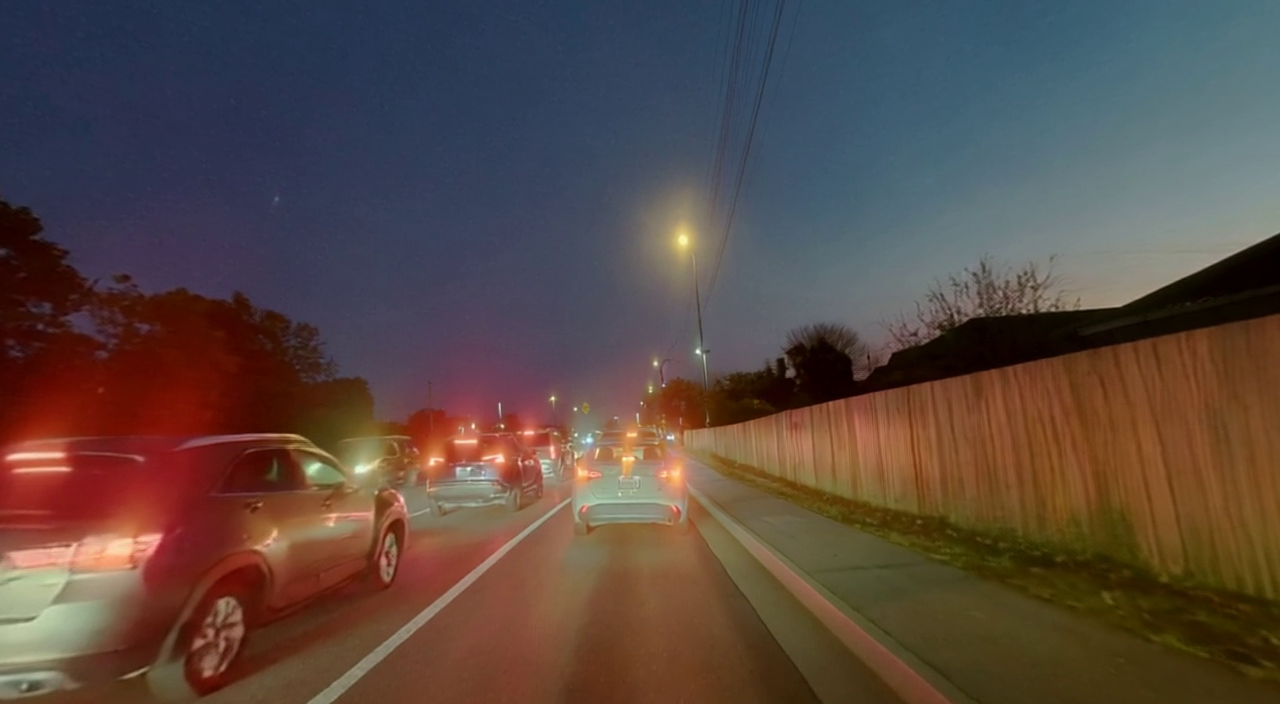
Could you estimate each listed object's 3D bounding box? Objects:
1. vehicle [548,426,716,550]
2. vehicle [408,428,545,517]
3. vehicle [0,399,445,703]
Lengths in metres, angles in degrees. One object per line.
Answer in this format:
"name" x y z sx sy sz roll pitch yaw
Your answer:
"vehicle" -0.130 1.907 9.490 1.995 1.460 3.865 0 -8 -1
"vehicle" -3.228 2.444 13.234 1.850 1.582 3.688 0 -8 0
"vehicle" -3.157 1.268 4.510 1.980 1.520 4.636 0 -8 1
